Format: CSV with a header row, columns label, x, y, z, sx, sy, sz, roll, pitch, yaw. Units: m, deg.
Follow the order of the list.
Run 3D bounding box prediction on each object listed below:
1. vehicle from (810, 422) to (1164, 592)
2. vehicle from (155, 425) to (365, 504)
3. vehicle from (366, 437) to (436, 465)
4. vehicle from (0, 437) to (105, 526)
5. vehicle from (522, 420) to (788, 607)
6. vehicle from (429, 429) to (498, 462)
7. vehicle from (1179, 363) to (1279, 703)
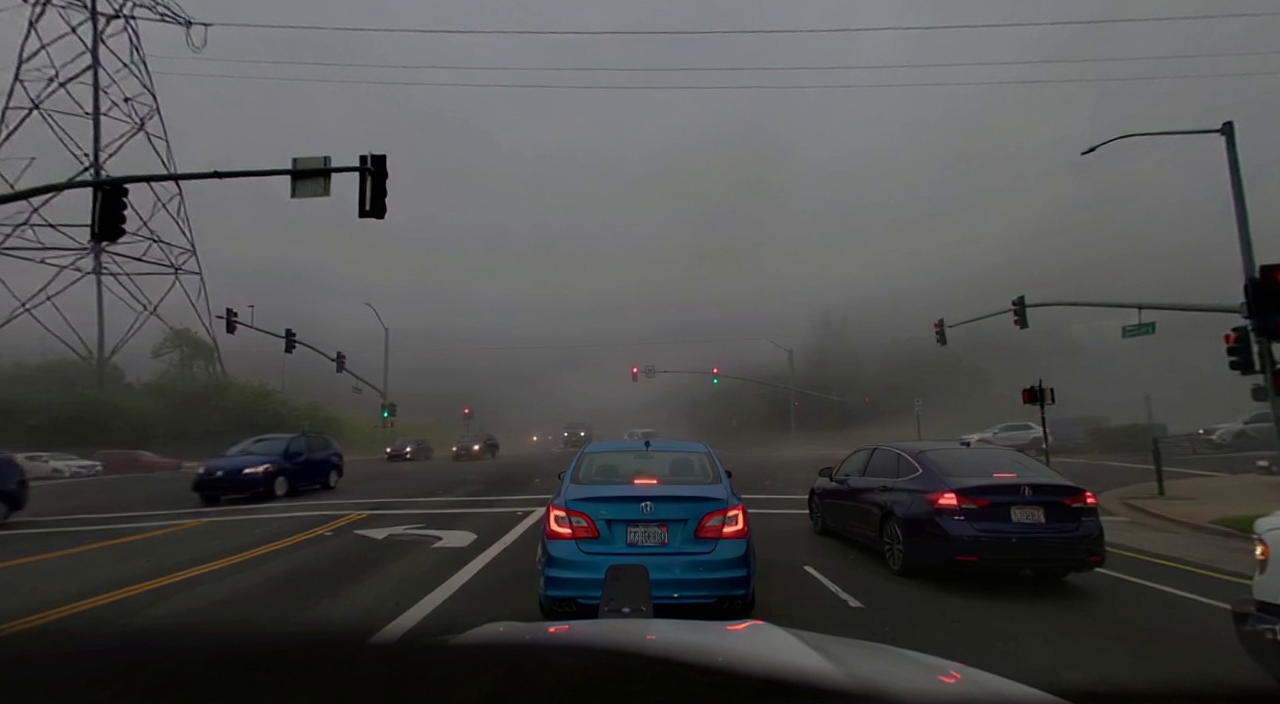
label,x,y,z,sx,sy,sz,roll,pitch,yaw
vehicle,3.642,1.678,7.712,1.835,1.473,4.190,0,-8,-2
vehicle,-10.142,3.045,17.619,2.161,1.818,5.672,-1,-8,2
vehicle,-13.528,5.632,36.006,1.982,1.469,4.583,-1,-8,3
vehicle,-13.625,2.560,12.434,1.939,1.727,4.695,0,-8,0
vehicle,0.102,1.592,7.117,2.117,1.474,4.036,0,-8,0
vehicle,-9.792,5.270,35.472,2.239,1.719,4.948,-1,-8,3
vehicle,3.402,0.584,0.616,1.926,1.614,4.330,0,-8,1
